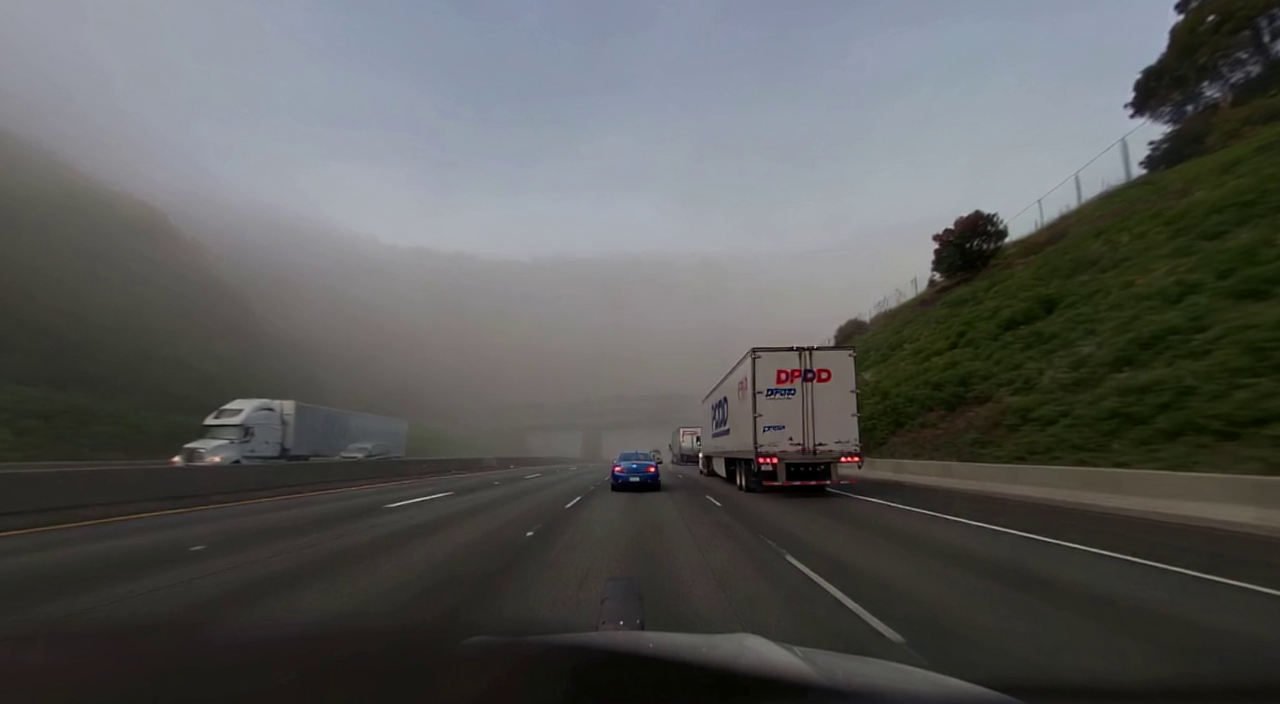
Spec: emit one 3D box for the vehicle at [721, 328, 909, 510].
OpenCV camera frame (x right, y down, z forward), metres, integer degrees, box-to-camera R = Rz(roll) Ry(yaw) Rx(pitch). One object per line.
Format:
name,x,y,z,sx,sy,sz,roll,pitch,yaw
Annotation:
vehicle,4.311,2.066,17.904,2.802,3.956,8.291,0,-9,-1

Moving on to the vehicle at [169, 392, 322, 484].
vehicle,-19.036,4.297,31.114,3.018,4.002,6.597,0,-9,1

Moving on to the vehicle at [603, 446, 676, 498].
vehicle,-0.038,3.655,19.574,2.029,1.437,3.794,0,-9,0
